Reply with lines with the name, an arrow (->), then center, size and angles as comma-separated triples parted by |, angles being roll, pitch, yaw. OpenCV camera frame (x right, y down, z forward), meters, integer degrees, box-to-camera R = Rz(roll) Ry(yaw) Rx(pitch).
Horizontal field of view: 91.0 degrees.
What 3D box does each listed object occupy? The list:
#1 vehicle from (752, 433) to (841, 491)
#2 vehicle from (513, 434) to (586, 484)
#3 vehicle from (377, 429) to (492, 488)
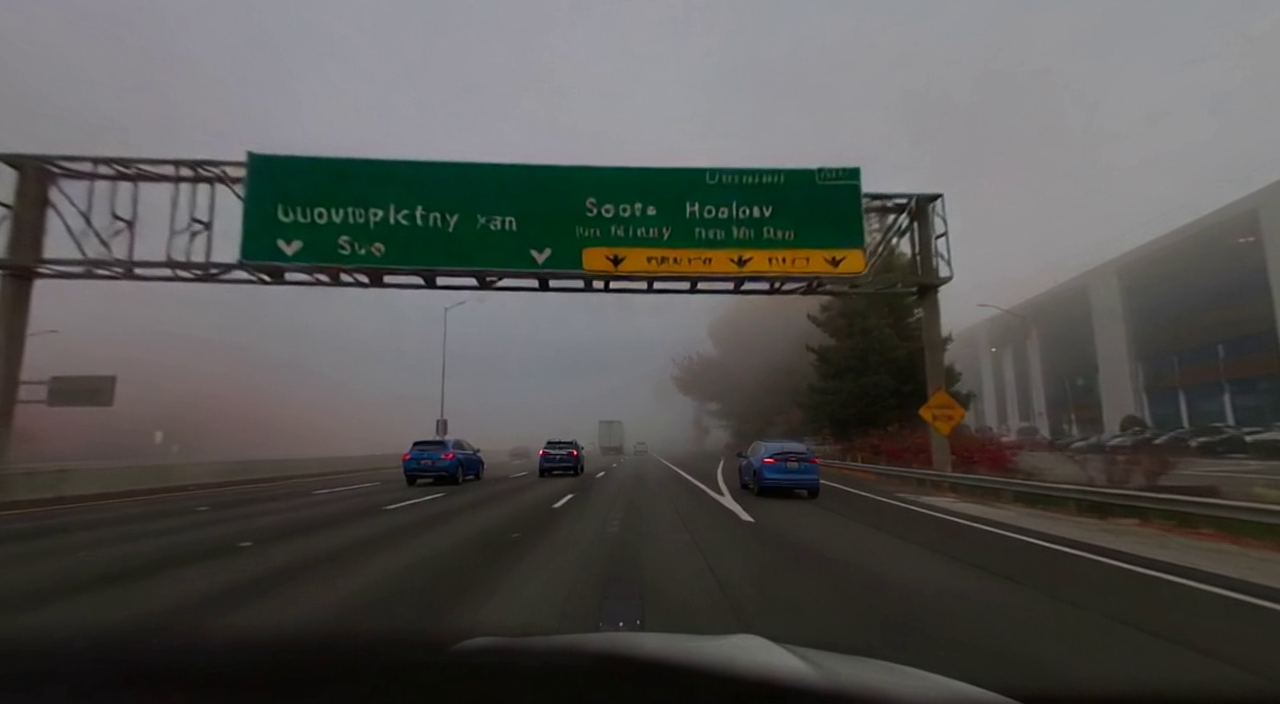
vehicle -> 5.195, 3.704, 21.618 | 2.101, 1.742, 4.495 | 0, -9, 3
vehicle -> -3.383, 4.092, 24.362 | 2.111, 1.742, 4.315 | 0, -9, 1
vehicle -> -7.253, 3.832, 22.981 | 2.314, 1.842, 5.279 | 0, -9, 1
